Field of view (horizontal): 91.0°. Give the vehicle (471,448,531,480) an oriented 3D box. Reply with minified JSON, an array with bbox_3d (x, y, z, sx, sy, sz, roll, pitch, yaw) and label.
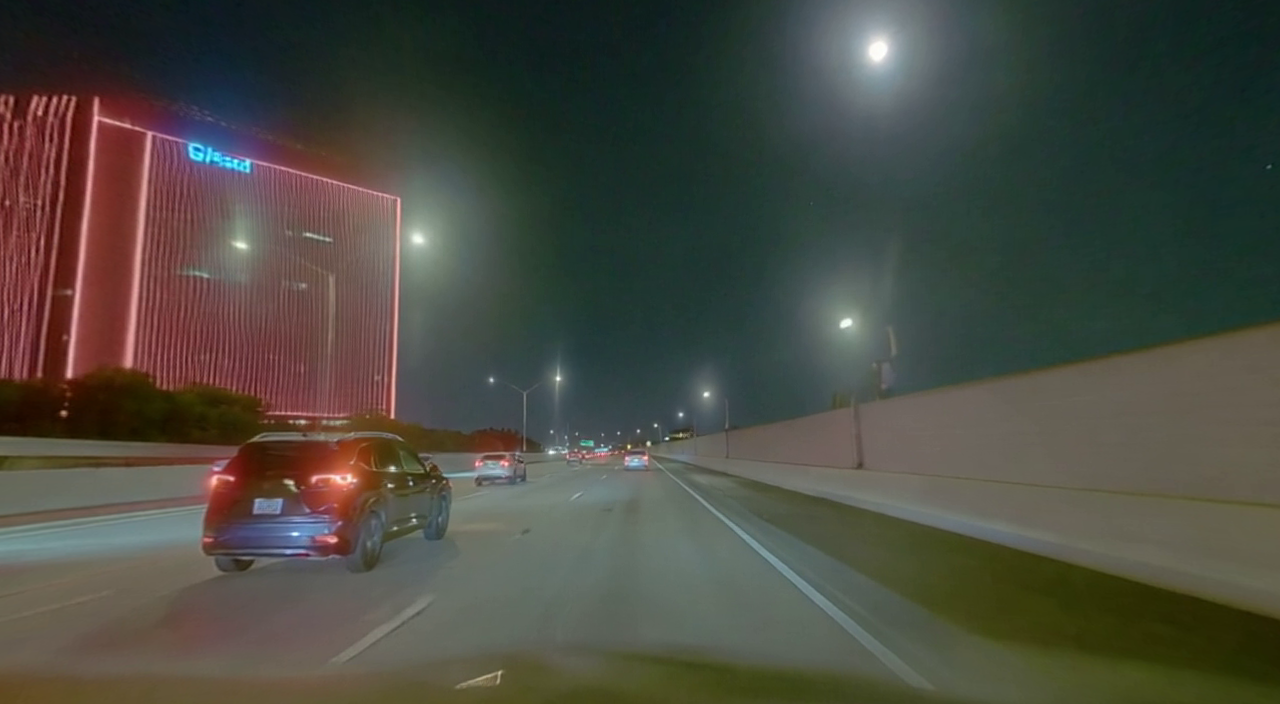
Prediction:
[{"bbox_3d":[-7.196,5.836,33.177,1.998,1.542,4.953,0,-9,1],"label":"vehicle"}]

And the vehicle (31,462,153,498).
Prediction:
[{"bbox_3d":[-27.982,6.528,32.421,1.981,1.585,4.761,0,-9,0],"label":"vehicle"}]

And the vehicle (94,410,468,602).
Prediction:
[{"bbox_3d":[-3.896,1.744,8.057,2.059,1.725,4.521,0,-9,1],"label":"vehicle"}]
